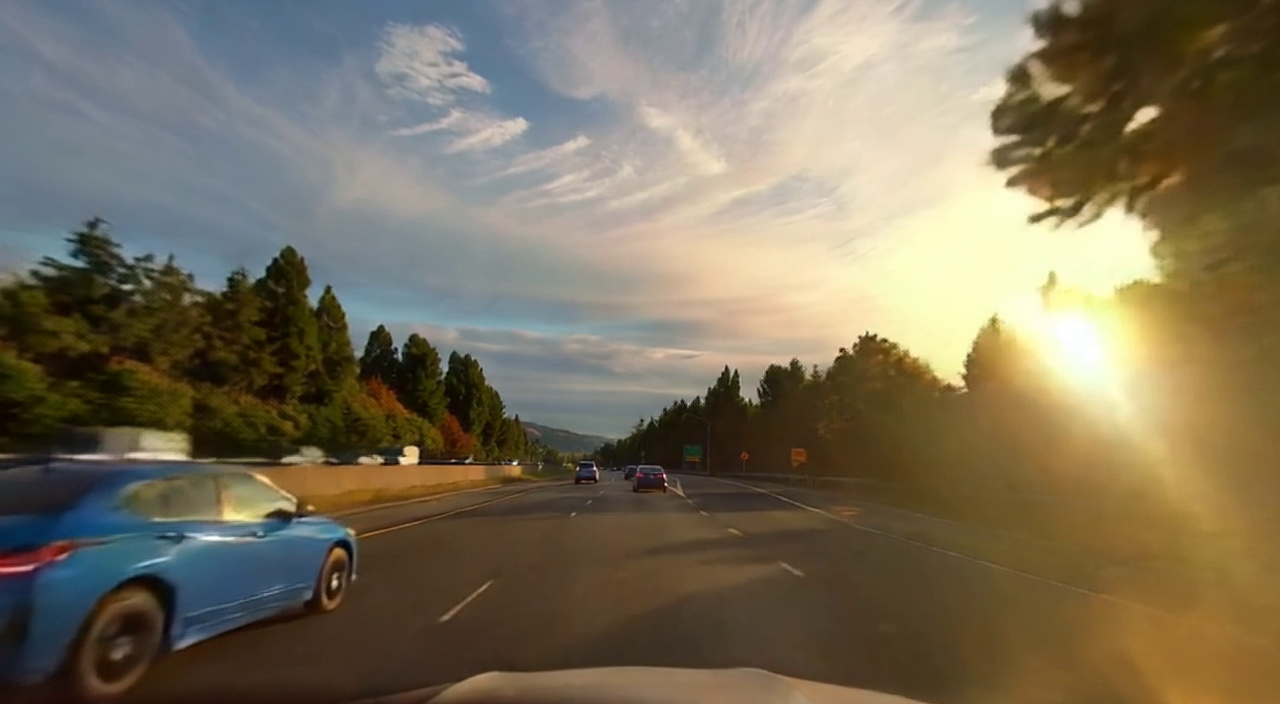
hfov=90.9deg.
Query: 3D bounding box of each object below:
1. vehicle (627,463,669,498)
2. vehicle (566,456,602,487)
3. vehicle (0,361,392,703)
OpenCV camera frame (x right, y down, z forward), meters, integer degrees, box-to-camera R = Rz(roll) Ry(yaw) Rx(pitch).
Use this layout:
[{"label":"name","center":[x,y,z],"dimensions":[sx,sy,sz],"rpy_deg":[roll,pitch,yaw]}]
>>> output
[{"label":"vehicle","center":[0.331,6.208,30.554],"dimensions":[1.905,1.559,3.491],"rpy_deg":[1,-11,-2]},{"label":"vehicle","center":[-4.163,8.995,47.410],"dimensions":[2.237,2.113,4.815],"rpy_deg":[1,-11,0]},{"label":"vehicle","center":[-3.554,1.128,3.747],"dimensions":[2.176,1.678,4.724],"rpy_deg":[0,-11,0]}]
